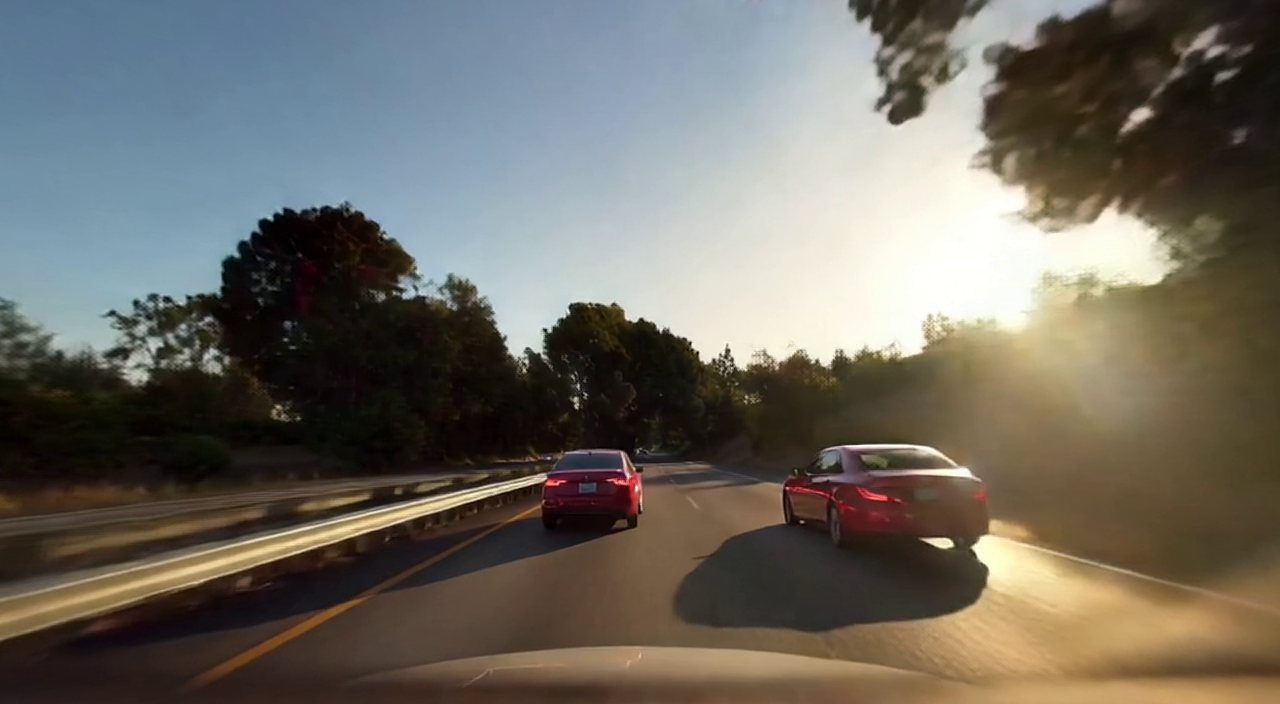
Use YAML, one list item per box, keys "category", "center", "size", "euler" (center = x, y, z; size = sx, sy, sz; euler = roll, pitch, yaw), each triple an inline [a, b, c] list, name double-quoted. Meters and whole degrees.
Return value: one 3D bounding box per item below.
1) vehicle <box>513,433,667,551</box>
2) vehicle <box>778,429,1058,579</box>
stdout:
- category: "vehicle"
  center: [-0.661, 2.231, 10.680]
  size: [2.083, 1.548, 4.251]
  euler: [-1, -9, 0]
- category: "vehicle"
  center: [3.364, 1.906, 8.639]
  size: [2.021, 1.533, 4.014]
  euler: [-1, -9, 1]
